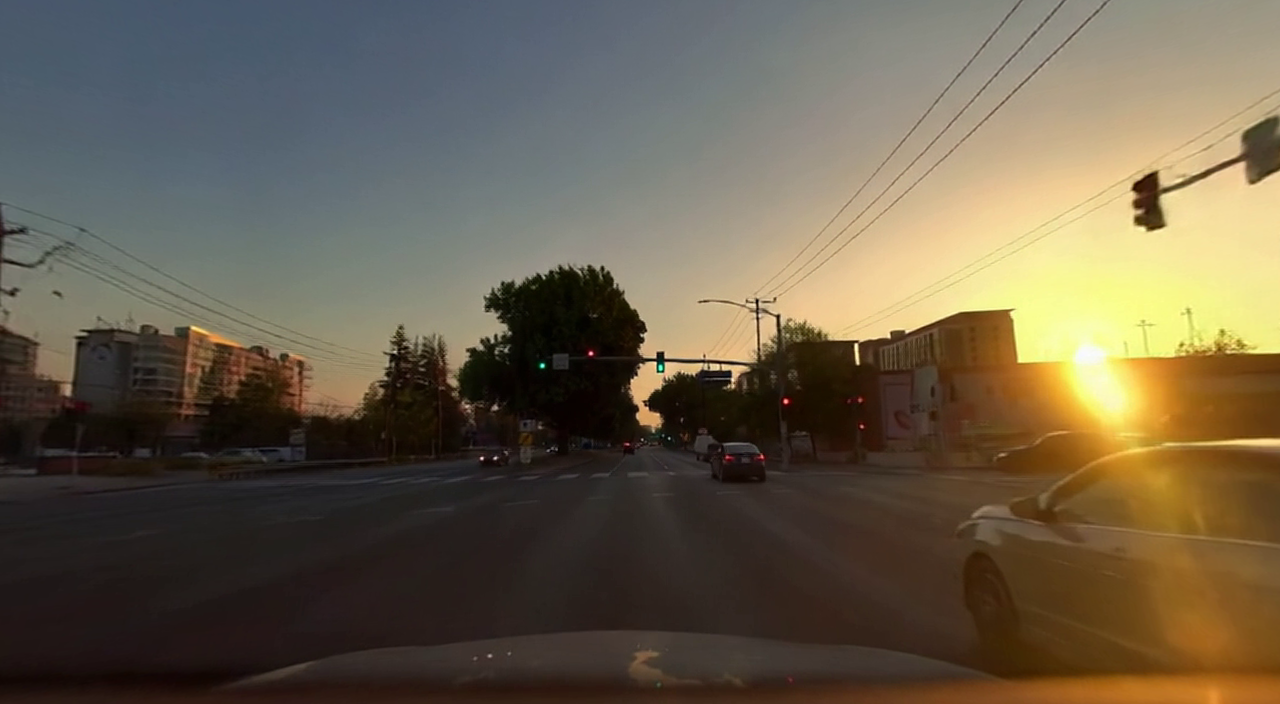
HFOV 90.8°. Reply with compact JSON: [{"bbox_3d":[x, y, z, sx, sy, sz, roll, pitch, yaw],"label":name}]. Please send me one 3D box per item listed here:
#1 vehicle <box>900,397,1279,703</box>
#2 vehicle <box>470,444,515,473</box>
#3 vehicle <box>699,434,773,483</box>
[{"bbox_3d":[3.280,1.038,3.236,2.004,1.455,4.417,0,-8,0],"label":"vehicle"},{"bbox_3d":[-9.097,6.561,39.324,1.816,1.478,4.404,-2,-6,-1],"label":"vehicle"},{"bbox_3d":[3.628,4.110,24.671,2.128,1.699,4.222,0,-8,-1],"label":"vehicle"}]
